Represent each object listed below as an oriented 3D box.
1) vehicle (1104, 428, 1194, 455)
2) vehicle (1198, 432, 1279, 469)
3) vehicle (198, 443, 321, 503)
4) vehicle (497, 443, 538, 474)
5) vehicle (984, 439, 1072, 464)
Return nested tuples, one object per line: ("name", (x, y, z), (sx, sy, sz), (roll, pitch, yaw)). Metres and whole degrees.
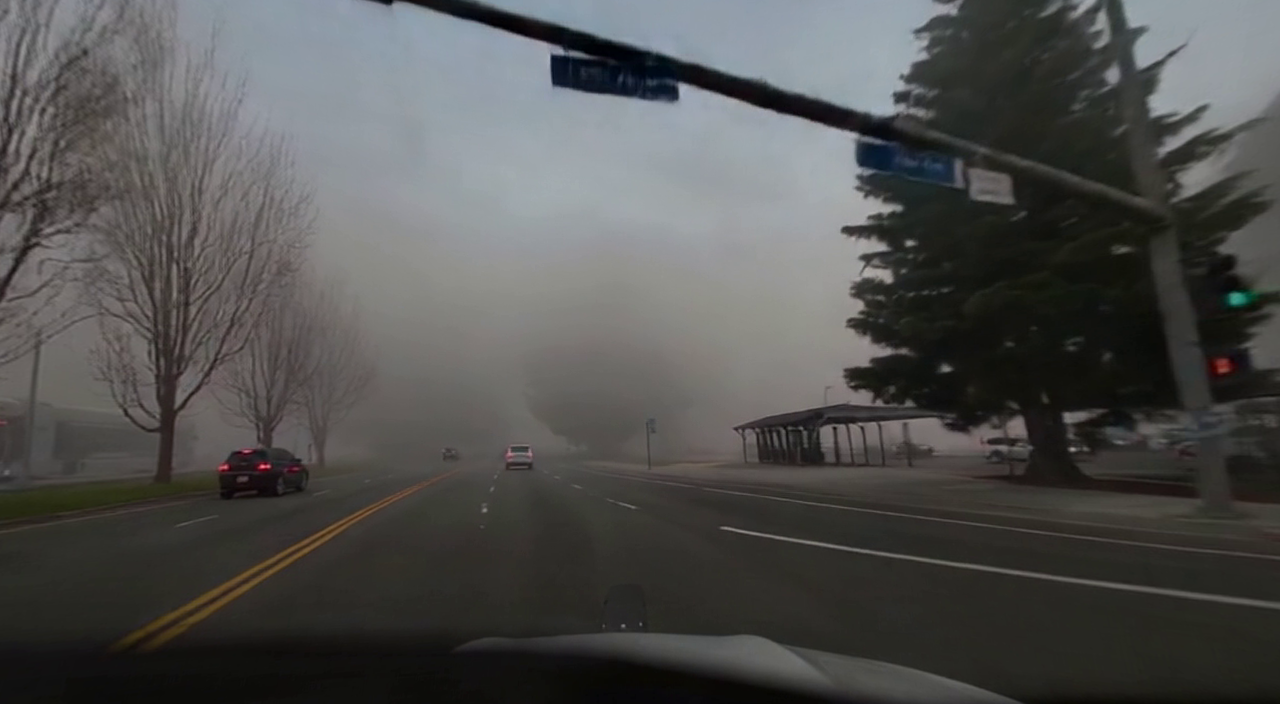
("vehicle", (34.732, 6.157, 43.203), (1.884, 1.717, 4.338), (3, -9, -17))
("vehicle", (28.267, 4.378, 28.235), (1.796, 1.445, 4.535), (-3, -8, -14))
("vehicle", (-12.730, 4.013, 21.502), (2.097, 1.782, 4.682), (2, -9, -12))
("vehicle", (-7.810, 6.674, 39.837), (2.345, 1.803, 4.261), (2, -9, -13))
("vehicle", (24.449, 6.265, 39.954), (1.896, 1.459, 4.611), (2, -9, -16))
